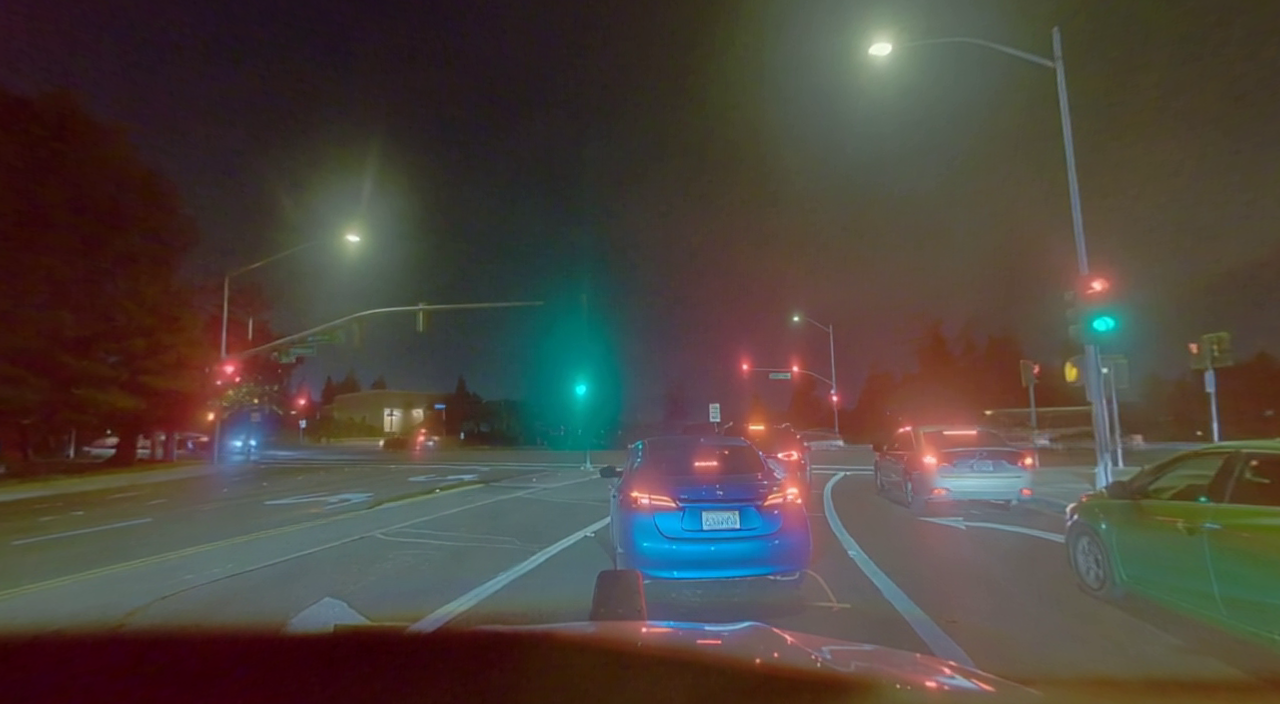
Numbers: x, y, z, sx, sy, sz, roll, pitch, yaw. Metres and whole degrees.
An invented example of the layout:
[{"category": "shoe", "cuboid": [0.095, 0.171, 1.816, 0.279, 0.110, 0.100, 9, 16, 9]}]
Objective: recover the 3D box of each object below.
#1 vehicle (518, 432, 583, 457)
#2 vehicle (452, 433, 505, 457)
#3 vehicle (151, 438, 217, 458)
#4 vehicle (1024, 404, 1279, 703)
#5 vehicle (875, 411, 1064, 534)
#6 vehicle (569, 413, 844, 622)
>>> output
[{"category": "vehicle", "cuboid": [-5.963, 6.112, 41.558, 1.932, 1.573, 4.509, 8, -12, -44]}, {"category": "vehicle", "cuboid": [-12.456, 7.117, 48.199, 1.972, 1.705, 4.457, 8, -11, -43]}, {"category": "vehicle", "cuboid": [-35.337, 7.447, 48.665, 1.652, 1.433, 3.733, -7, -11, 40]}, {"category": "vehicle", "cuboid": [4.249, 1.057, 3.366, 1.954, 1.508, 4.441, -1, -8, 6]}, {"category": "vehicle", "cuboid": [5.543, 2.046, 11.283, 2.102, 1.717, 4.373, -2, -9, 16]}, {"category": "vehicle", "cuboid": [0.853, 1.497, 6.690, 2.052, 1.483, 3.928, -2, -8, 12]}]
